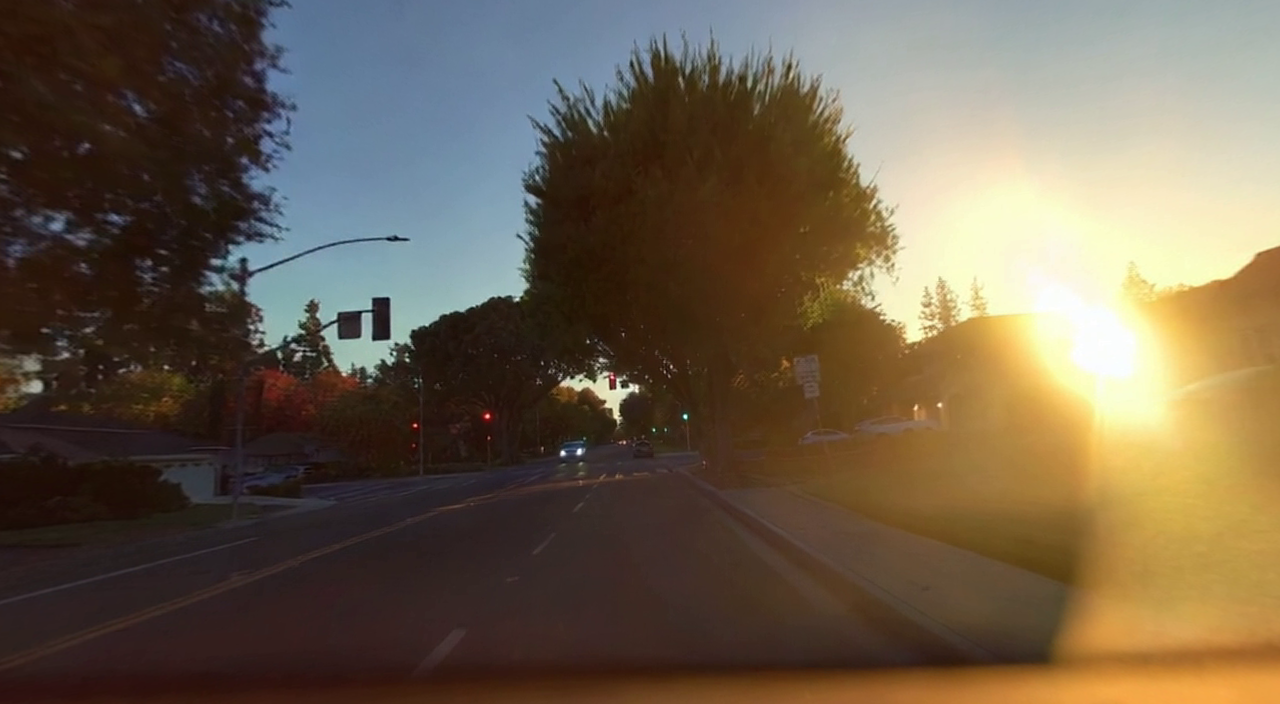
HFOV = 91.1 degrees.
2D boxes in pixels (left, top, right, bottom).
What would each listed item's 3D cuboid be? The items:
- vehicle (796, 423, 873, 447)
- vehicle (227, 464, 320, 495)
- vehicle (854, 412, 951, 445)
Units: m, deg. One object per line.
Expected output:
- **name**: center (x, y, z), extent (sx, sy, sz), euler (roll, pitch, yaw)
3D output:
- **vehicle**: center (13.165, 5.655, 42.722), extent (4.580, 1.534, 1.919), euler (0, -8, -1)
- **vehicle**: center (-24.603, 8.528, 42.239), extent (4.933, 1.792, 2.133), euler (0, -8, 4)
- **vehicle**: center (14.143, 4.158, 34.023), extent (4.319, 1.700, 2.034), euler (0, -8, 0)
